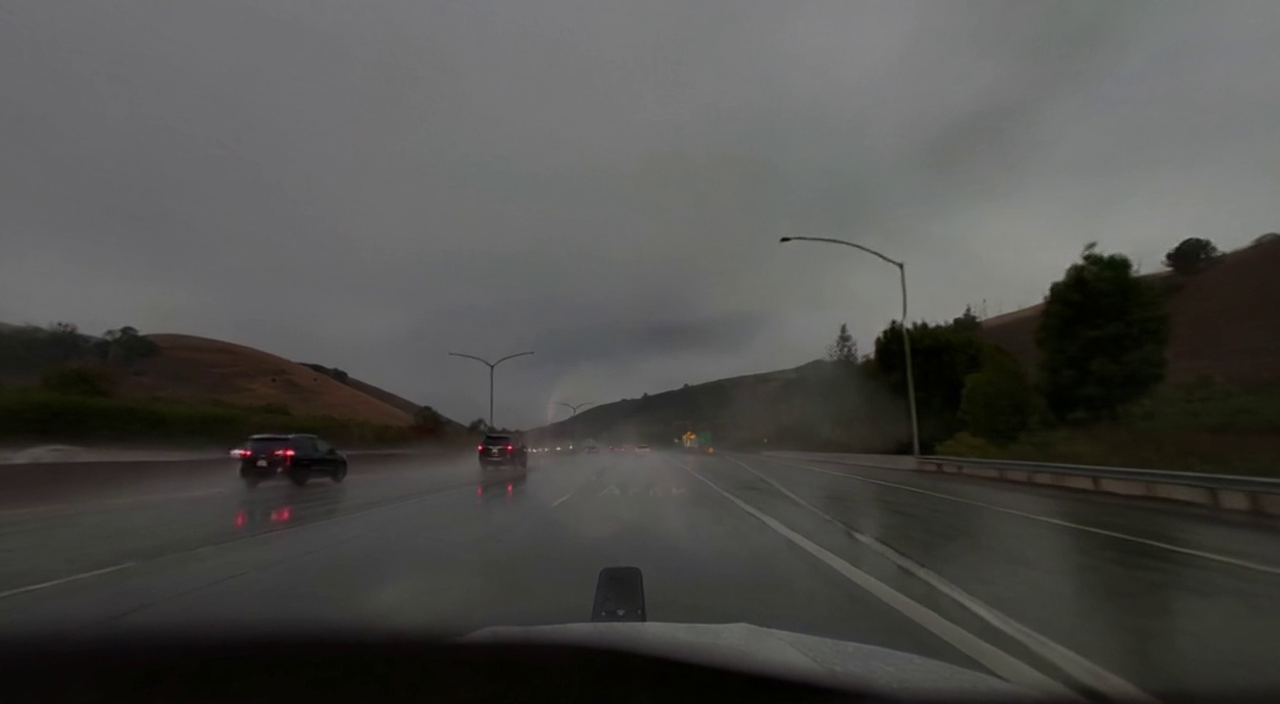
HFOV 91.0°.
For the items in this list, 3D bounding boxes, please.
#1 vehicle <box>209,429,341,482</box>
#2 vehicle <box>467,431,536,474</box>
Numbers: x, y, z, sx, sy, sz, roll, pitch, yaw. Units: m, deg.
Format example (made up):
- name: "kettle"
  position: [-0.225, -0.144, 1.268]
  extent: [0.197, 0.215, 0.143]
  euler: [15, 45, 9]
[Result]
- name: "vehicle"
  position: [-13.821, 3.952, 24.294]
  extent: [2.079, 1.822, 4.893]
  euler: [0, -9, 1]
- name: "vehicle"
  position: [-6.696, 4.925, 30.995]
  extent: [2.219, 1.947, 4.924]
  euler: [0, -9, 1]
